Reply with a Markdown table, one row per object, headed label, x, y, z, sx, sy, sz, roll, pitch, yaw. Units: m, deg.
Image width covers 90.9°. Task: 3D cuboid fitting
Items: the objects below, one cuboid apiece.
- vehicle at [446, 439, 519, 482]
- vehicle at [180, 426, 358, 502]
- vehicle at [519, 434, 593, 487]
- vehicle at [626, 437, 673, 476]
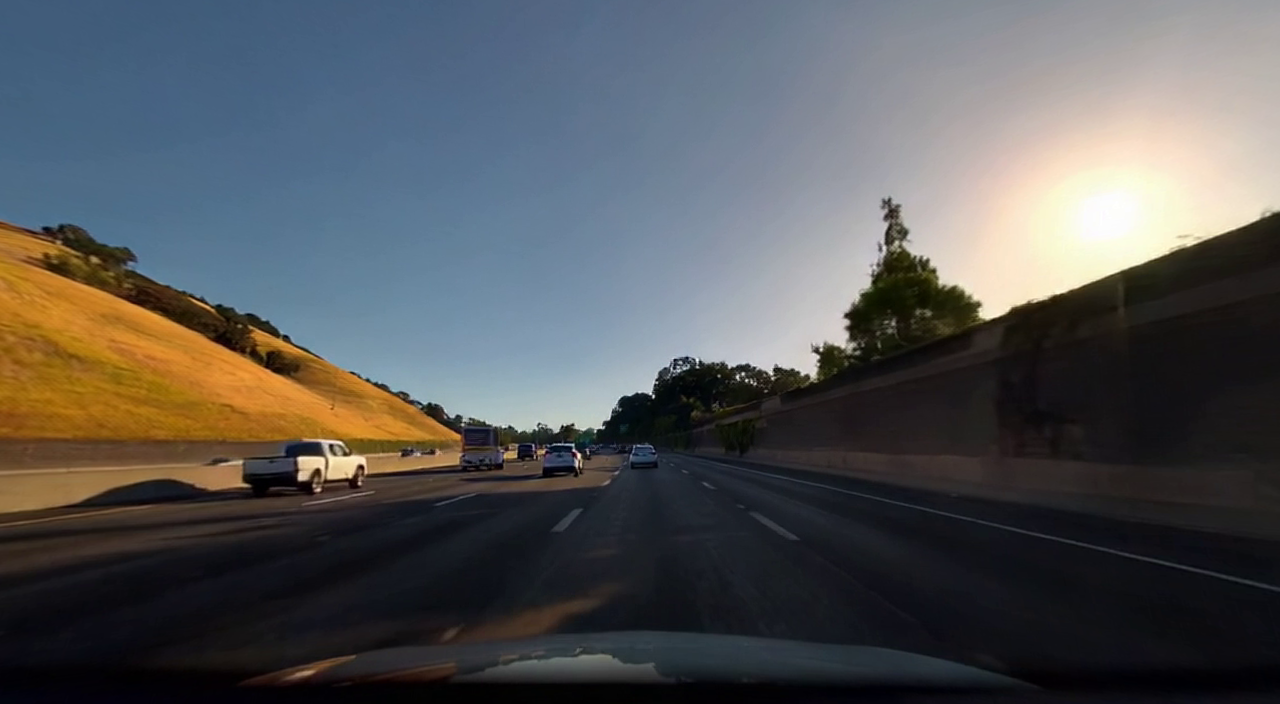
| label | x | y | z | sx | sy | sz | roll | pitch | yaw |
| --- | --- | --- | --- | --- | --- | --- | --- | --- | --- |
| vehicle | -6.812 | 4.725 | 27.789 | 2.059 | 1.745 | 4.239 | 0 | -9 | 1 |
| vehicle | -10.757 | 3.297 | 18.932 | 2.054 | 1.933 | 5.247 | 0 | -9 | 1 |
| vehicle | -3.084 | 4.087 | 24.109 | 2.093 | 1.820 | 4.506 | 0 | -9 | 1 |
| vehicle | 0.434 | 5.262 | 31.830 | 2.233 | 1.804 | 4.273 | 0 | -9 | 0 |
